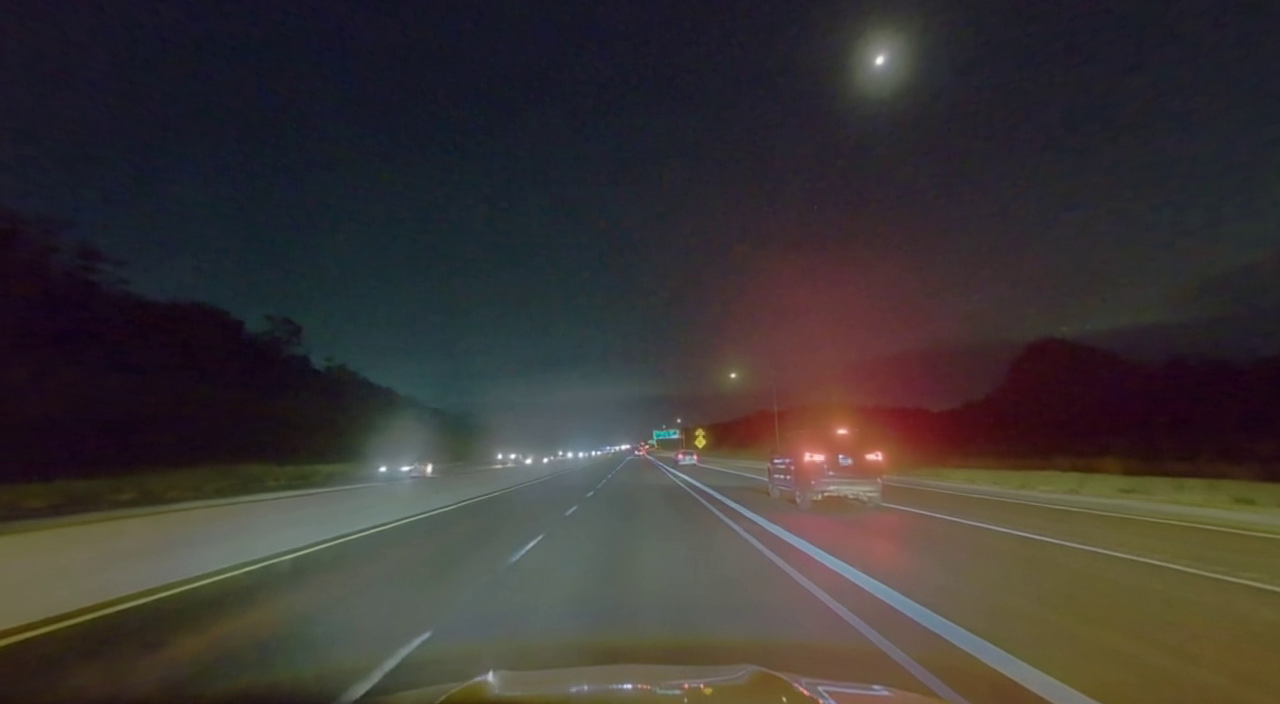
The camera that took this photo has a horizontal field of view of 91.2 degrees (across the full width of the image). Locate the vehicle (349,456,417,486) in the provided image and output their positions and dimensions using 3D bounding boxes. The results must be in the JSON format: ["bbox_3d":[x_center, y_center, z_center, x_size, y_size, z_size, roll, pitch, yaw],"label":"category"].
[{"bbox_3d":[-14.005,6.503,34.450,1.890,1.465,4.346,0,-9,0],"label":"vehicle"}]

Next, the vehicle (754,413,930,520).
[{"bbox_3d":[4.163,2.502,14.093,2.177,1.914,5.245,0,-9,0],"label":"vehicle"}]
